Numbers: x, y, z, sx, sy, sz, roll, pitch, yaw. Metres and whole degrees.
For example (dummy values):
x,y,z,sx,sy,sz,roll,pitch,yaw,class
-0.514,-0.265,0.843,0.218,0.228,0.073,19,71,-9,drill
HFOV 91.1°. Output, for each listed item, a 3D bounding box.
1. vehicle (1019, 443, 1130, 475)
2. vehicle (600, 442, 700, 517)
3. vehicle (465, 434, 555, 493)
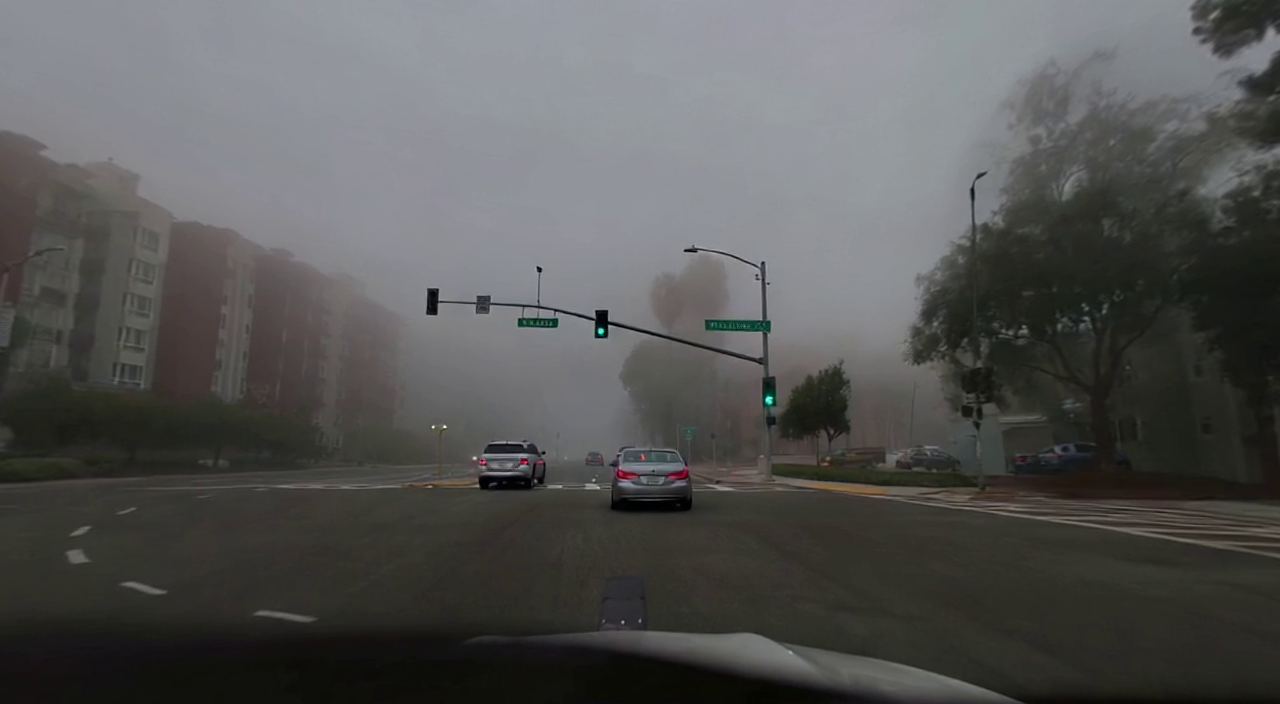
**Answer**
x,y,z,sx,sy,sz,roll,pitch,yaw,class
23.623,5.785,34.253,1.908,1.626,4.559,8,-12,-44,vehicle
0.172,3.018,15.452,2.122,1.562,4.152,0,-9,-1,vehicle
-4.984,4.373,25.156,2.447,2.062,5.911,0,-8,-1,vehicle
